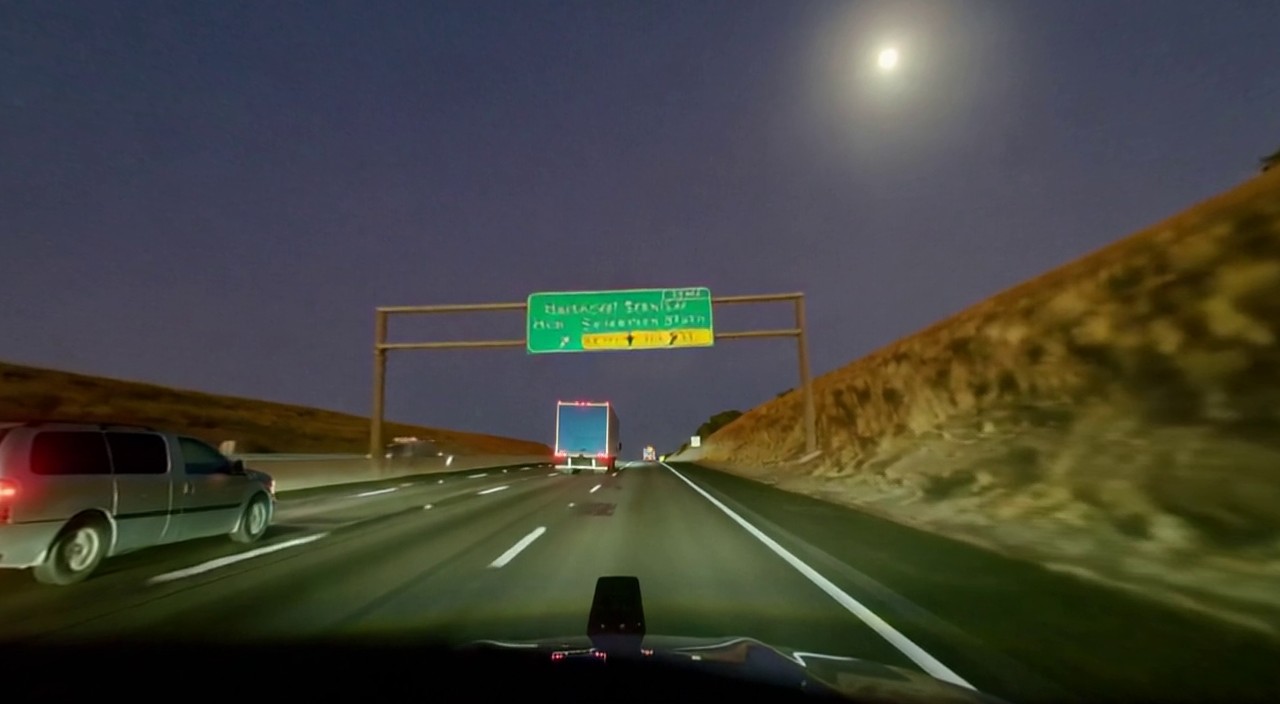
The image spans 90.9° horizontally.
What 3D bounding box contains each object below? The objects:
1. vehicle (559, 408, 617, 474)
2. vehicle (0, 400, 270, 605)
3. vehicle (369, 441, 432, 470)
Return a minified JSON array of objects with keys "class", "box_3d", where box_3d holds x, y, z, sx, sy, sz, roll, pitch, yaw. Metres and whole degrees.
[{"class":"vehicle","box_3d":[-3.490,6.661,46.867,2.893,4.073,15.281,0,-9,0]},{"class":"vehicle","box_3d":[-6.973,1.612,7.306,2.175,1.860,5.236,0,-9,0]},{"class":"vehicle","box_3d":[-16.193,7.010,42.882,2.193,1.861,4.471,-1,-9,5]}]
